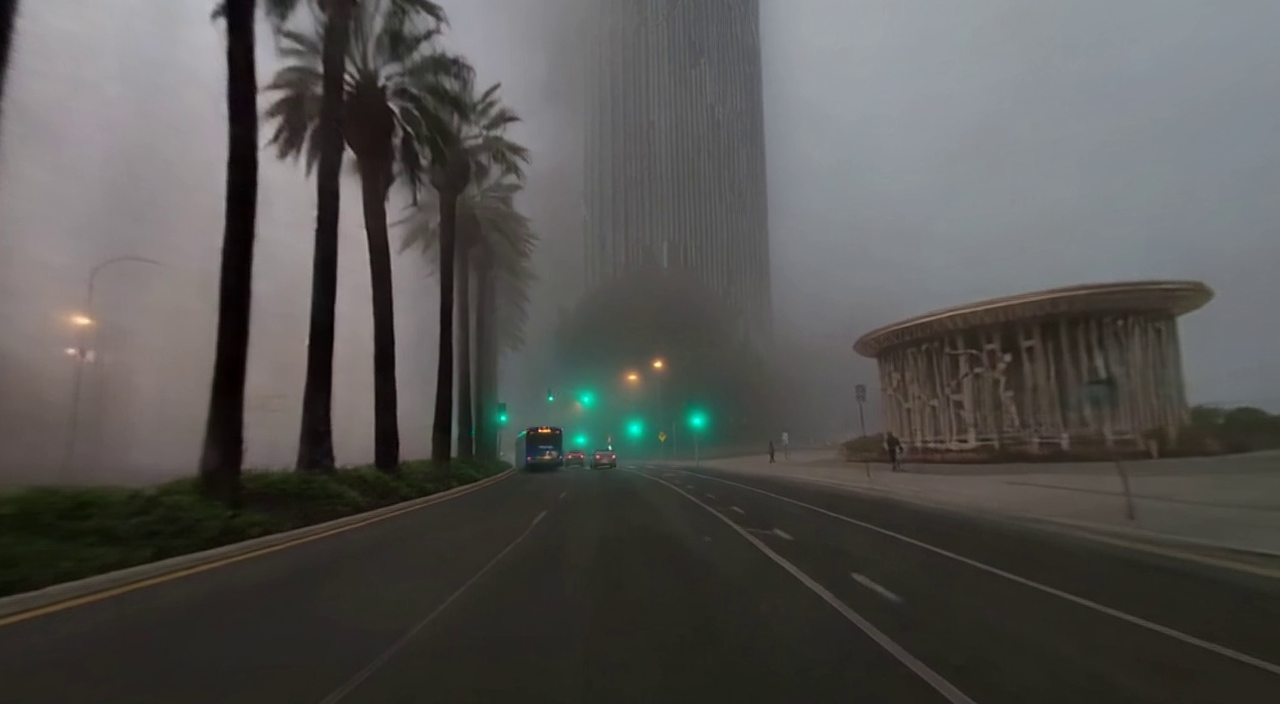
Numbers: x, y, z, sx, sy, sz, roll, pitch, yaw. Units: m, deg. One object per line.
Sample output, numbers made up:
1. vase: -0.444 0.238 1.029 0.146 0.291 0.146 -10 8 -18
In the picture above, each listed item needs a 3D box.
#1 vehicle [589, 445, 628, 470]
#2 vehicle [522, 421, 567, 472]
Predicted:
1. vehicle: -1.996 6.496 39.041 2.107 1.481 4.097 1 -8 -7
2. vehicle: -6.276 6.329 42.357 2.678 3.042 8.474 1 -8 -7
